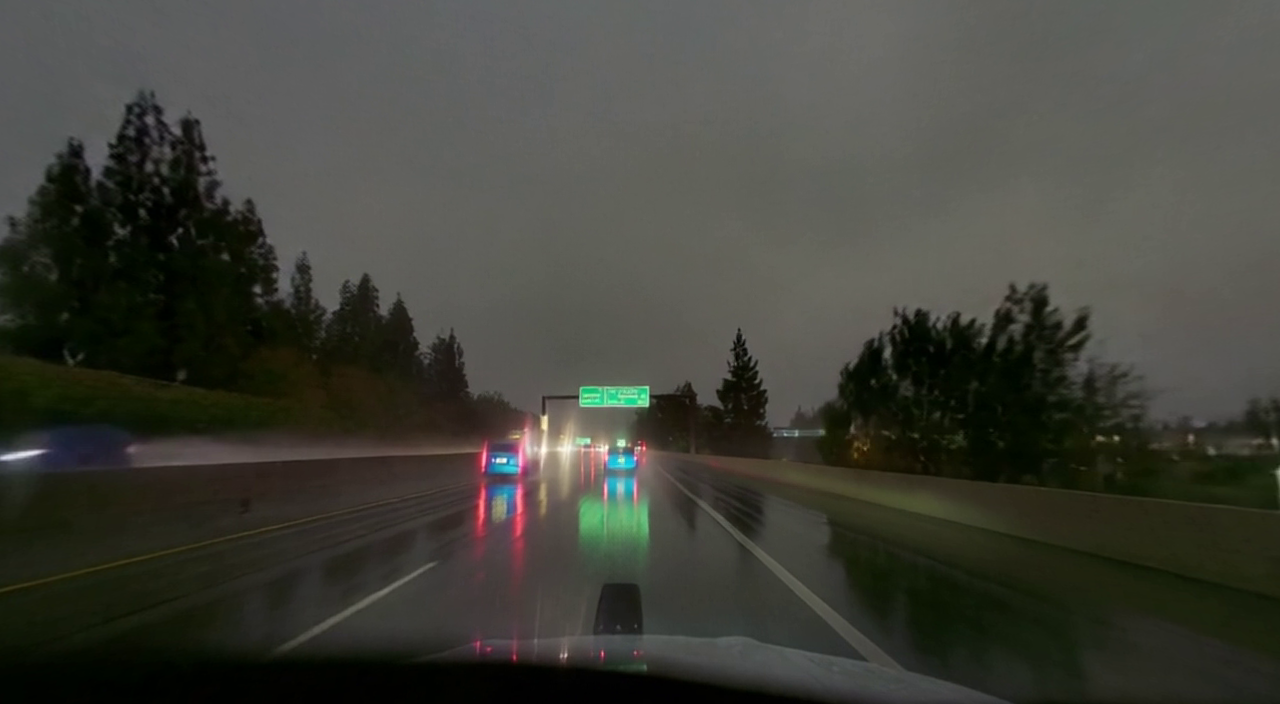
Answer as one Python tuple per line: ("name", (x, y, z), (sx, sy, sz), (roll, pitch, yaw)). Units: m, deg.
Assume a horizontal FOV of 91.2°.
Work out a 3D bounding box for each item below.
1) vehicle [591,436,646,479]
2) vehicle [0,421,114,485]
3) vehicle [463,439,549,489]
("vehicle", (-0.898, 4.646, 27.673), (2.220, 1.711, 4.056), (0, -9, -1))
("vehicle", (-17.200, 2.766, 17.097), (1.987, 1.594, 4.249), (-1, -9, 0))
("vehicle", (-4.728, 4.030, 22.922), (2.103, 1.588, 4.709), (-1, -9, 0))
